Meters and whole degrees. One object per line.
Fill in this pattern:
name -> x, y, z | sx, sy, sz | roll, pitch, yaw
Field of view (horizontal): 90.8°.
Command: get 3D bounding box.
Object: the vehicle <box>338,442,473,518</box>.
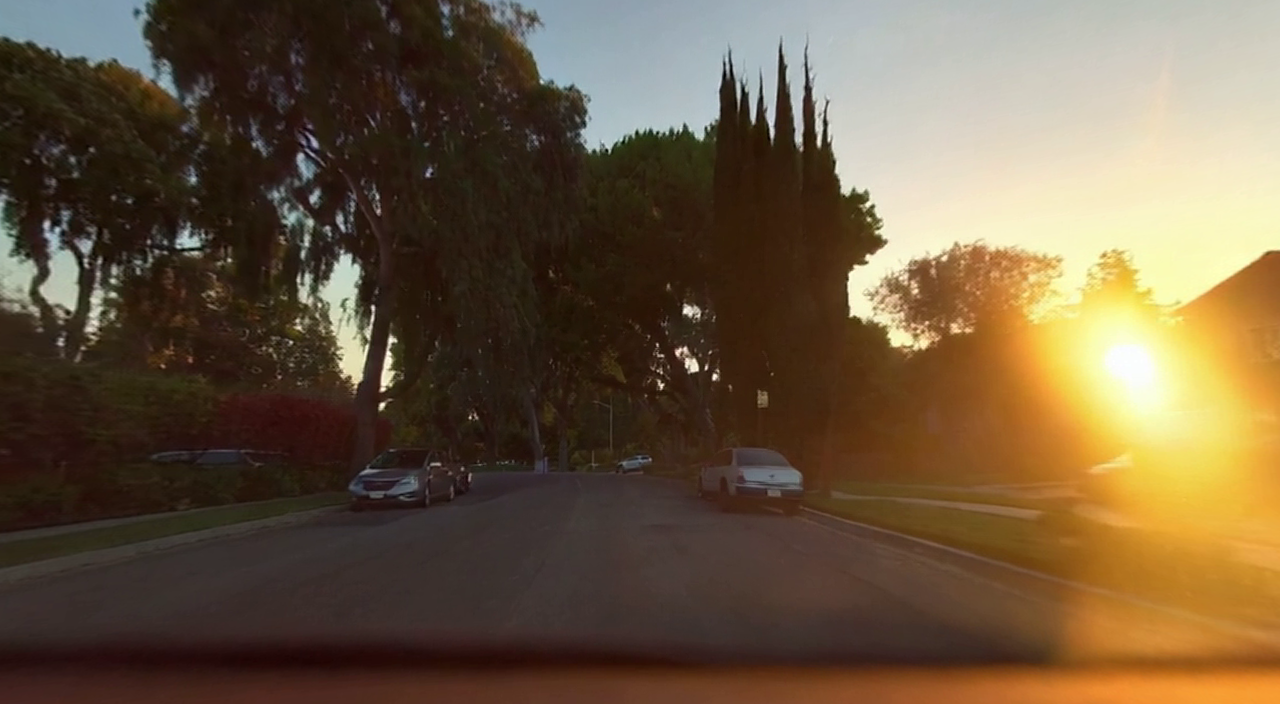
vehicle -> -5.953, 3.238, 16.704 | 2.051, 1.575, 4.581 | -2, -7, -3

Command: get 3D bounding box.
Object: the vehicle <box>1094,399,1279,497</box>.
vehicle -> 11.257, 1.668, 10.994 | 4.973, 1.579, 1.934 | -2, -9, 12

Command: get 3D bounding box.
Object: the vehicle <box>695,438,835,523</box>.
vehicle -> 2.786, 2.984, 15.247 | 2.163, 1.742, 4.239 | 1, -9, -6
